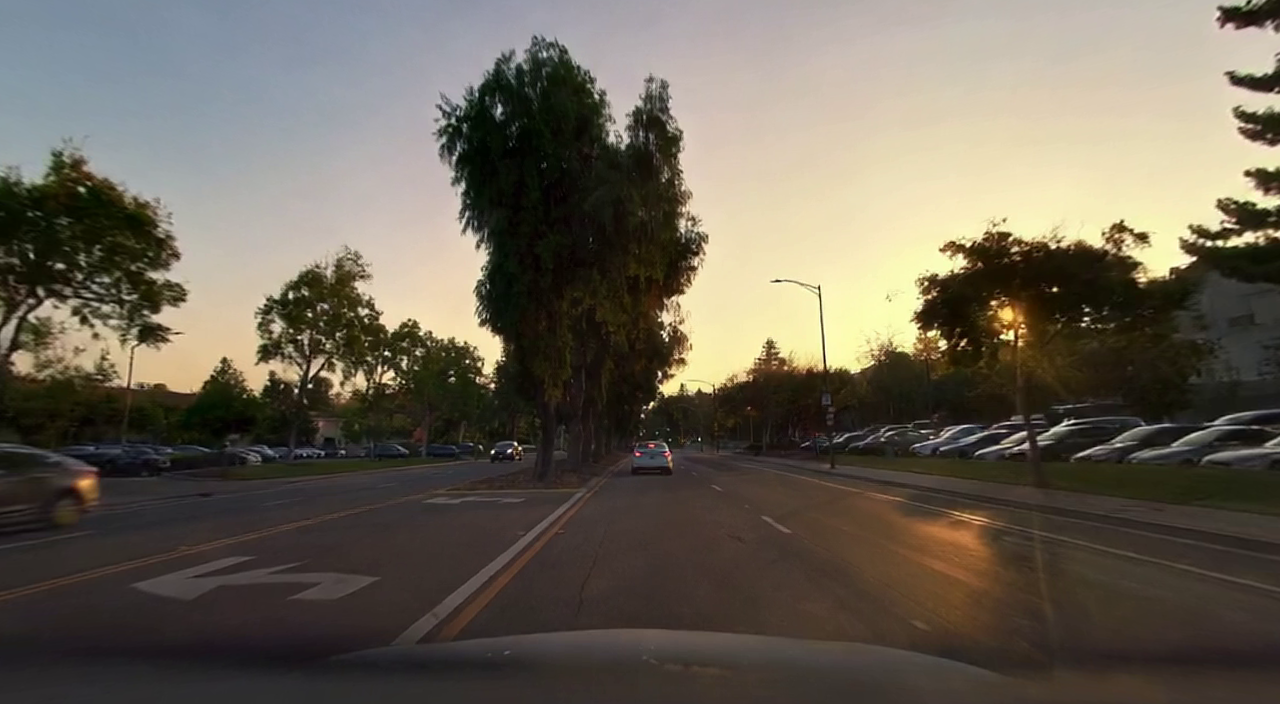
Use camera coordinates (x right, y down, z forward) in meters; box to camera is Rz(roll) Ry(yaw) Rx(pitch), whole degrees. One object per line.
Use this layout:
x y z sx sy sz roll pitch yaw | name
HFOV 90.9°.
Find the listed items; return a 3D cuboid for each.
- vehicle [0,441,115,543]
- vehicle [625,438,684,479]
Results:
-11.884 2.384 10.755 1.995 1.715 4.413 0 -8 0 | vehicle
0.499 4.081 24.425 2.093 1.442 3.977 0 -8 -1 | vehicle
